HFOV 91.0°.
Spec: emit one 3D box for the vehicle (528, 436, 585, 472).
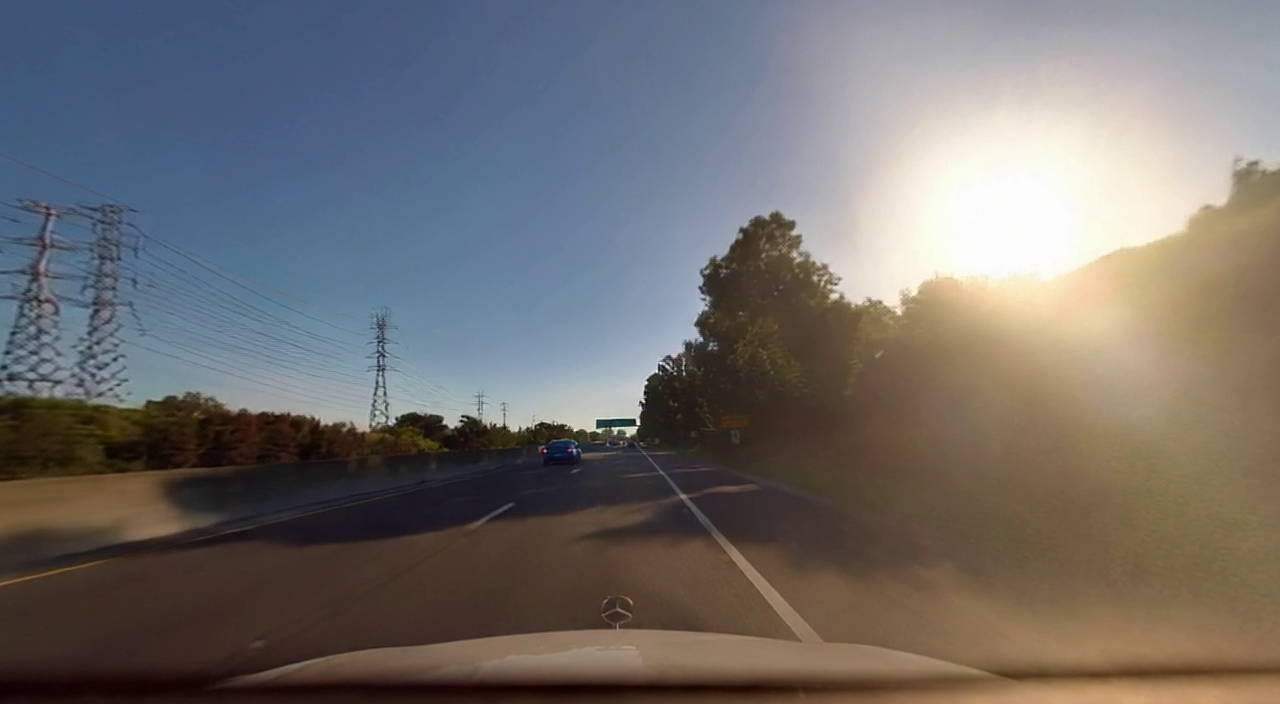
[{"bbox_3d":[-3.998,4.965,30.918,2.158,1.604,4.679,0,-8,0],"label":"vehicle"}]
